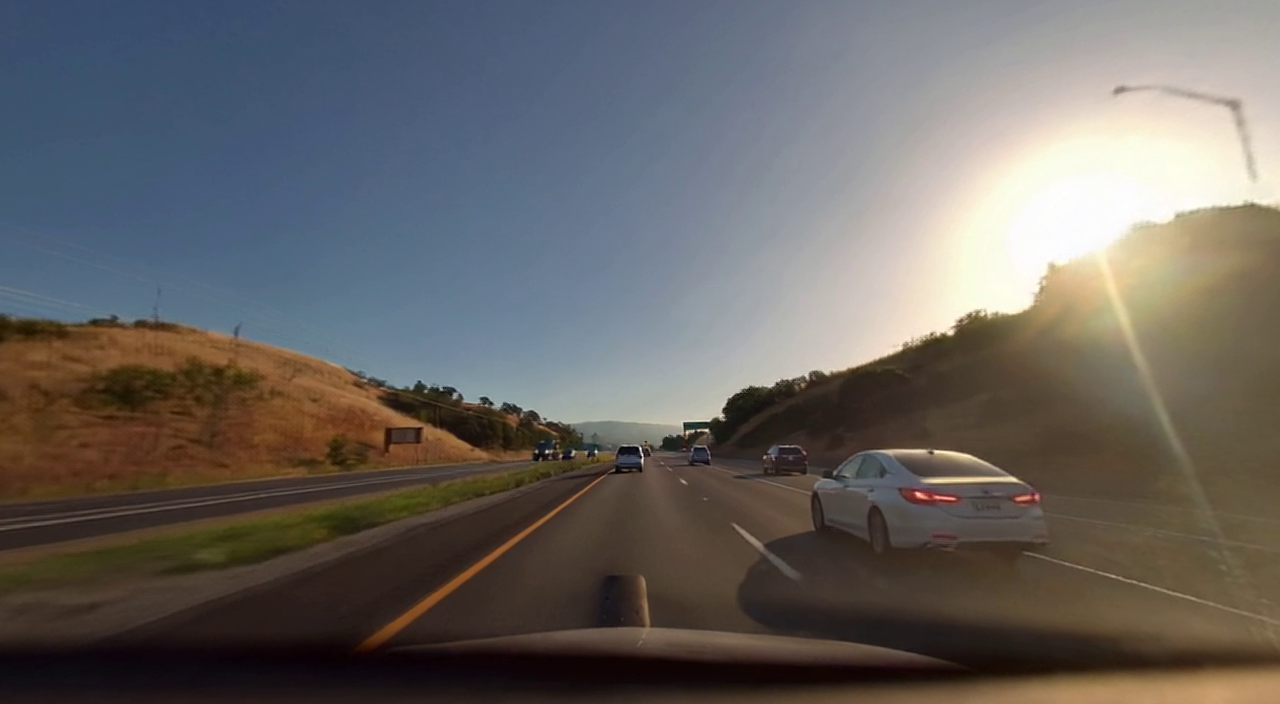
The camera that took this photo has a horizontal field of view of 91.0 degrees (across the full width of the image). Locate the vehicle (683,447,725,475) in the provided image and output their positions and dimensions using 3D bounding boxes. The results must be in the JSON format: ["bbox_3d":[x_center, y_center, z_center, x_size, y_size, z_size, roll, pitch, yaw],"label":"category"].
[{"bbox_3d":[3.726,6.433,37.492,2.047,1.540,4.294,0,-9,0],"label":"vehicle"}]

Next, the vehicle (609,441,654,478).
[{"bbox_3d":[-0.365,5.364,31.656,2.142,1.724,4.344,0,-9,1],"label":"vehicle"}]

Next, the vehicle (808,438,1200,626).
[{"bbox_3d":[3.443,1.748,7.093,2.004,1.471,4.032,0,-9,0],"label":"vehicle"}]

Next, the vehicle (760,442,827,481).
[{"bbox_3d":[6.899,4.959,28.790,1.975,1.650,4.257,0,-9,0],"label":"vehicle"}]
